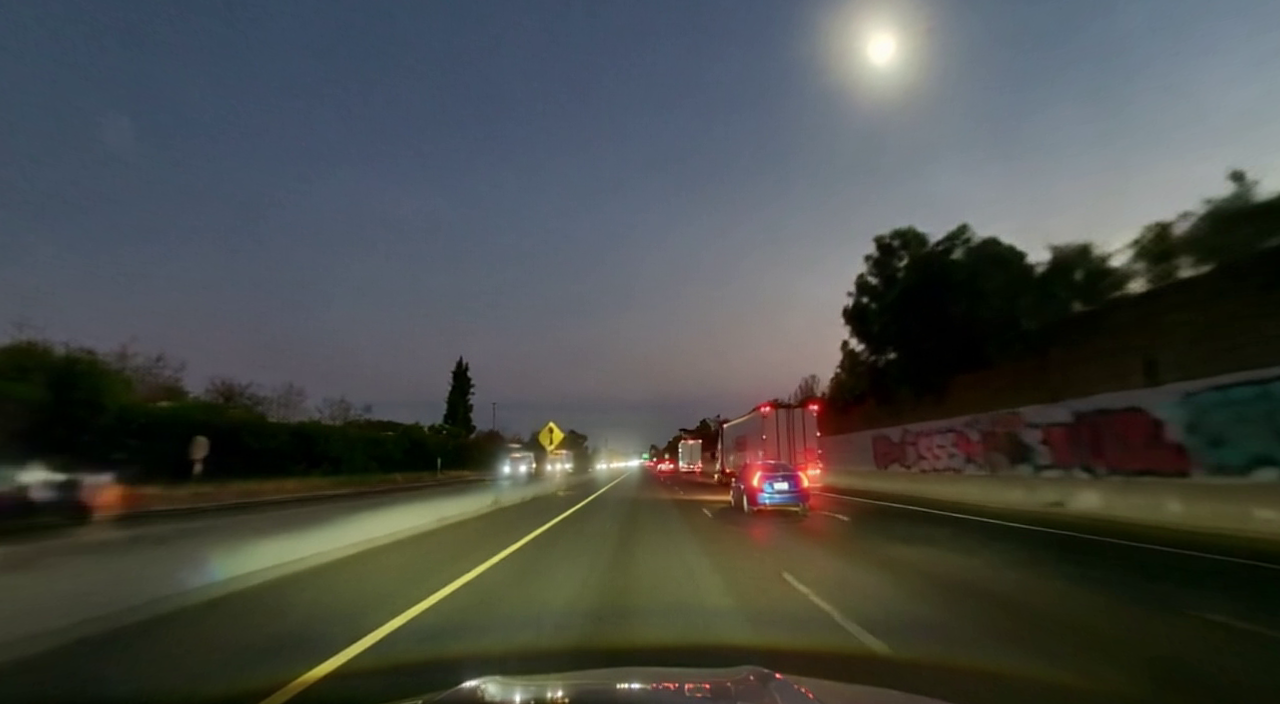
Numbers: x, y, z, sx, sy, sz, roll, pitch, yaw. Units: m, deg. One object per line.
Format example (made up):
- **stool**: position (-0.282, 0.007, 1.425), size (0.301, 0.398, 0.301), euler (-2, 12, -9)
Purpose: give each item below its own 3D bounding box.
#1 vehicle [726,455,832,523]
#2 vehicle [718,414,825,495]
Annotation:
- **vehicle**: position (3.568, 3.619, 16.911), size (2.011, 1.574, 3.512), euler (1, -11, 0)
- **vehicle**: position (7.663, 6.686, 40.325), size (3.298, 4.017, 16.824), euler (1, -10, 0)
